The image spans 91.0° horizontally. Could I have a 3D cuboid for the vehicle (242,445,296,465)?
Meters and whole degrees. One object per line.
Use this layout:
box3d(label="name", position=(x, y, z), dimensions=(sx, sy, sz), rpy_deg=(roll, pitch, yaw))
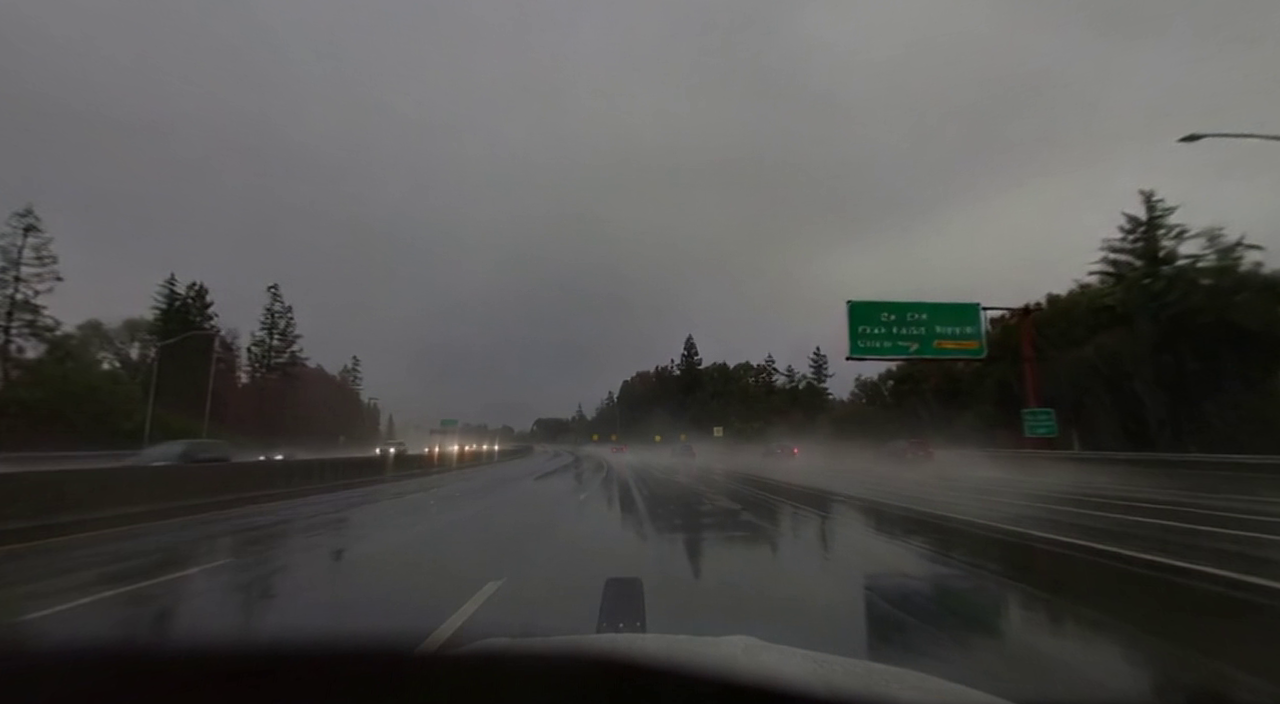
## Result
box3d(label="vehicle", position=(-29.132, 8.072, 49.588), dimensions=(1.803, 1.485, 4.232), rpy_deg=(0, -9, -2))

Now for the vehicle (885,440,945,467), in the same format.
box3d(label="vehicle", position=(17.202, 6.390, 39.640), dimensions=(1.955, 1.607, 4.232), rpy_deg=(0, -9, 1))

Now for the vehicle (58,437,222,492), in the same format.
box3d(label="vehicle", position=(-16.687, 3.779, 21.386), dimensions=(1.900, 1.651, 4.421), rpy_deg=(0, -9, 0))

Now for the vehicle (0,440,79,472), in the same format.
box3d(label="vehicle", position=(-34.613, 5.850, 35.429), dimensions=(1.918, 1.668, 4.607), rpy_deg=(0, -9, -3))
